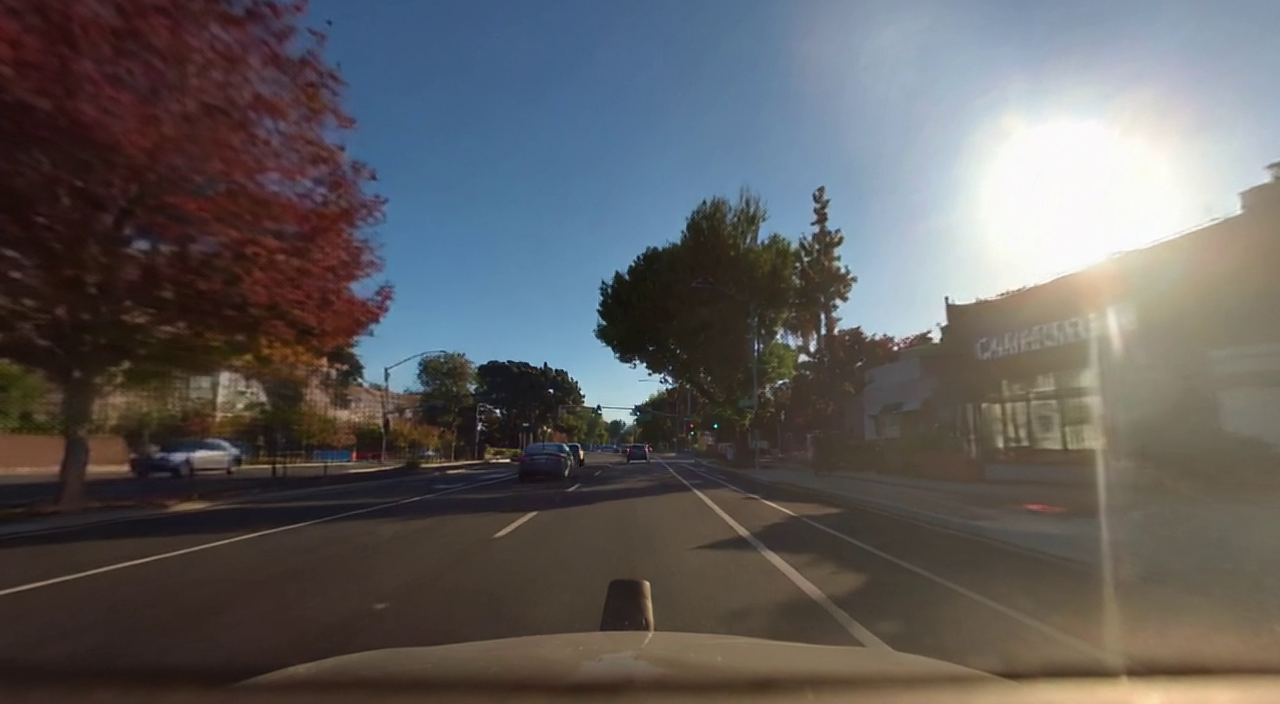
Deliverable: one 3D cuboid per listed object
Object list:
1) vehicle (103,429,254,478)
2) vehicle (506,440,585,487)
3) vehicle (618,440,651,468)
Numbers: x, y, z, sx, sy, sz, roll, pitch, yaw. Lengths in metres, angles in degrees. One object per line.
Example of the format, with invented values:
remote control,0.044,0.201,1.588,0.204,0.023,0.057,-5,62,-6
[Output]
vehicle,-20.523,4.540,28.476,2.226,1.987,5.777,0,-8,3
vehicle,-3.223,3.894,22.395,2.015,1.470,4.458,0,-8,1
vehicle,-0.360,6.987,43.368,2.153,1.764,4.047,0,-8,0
